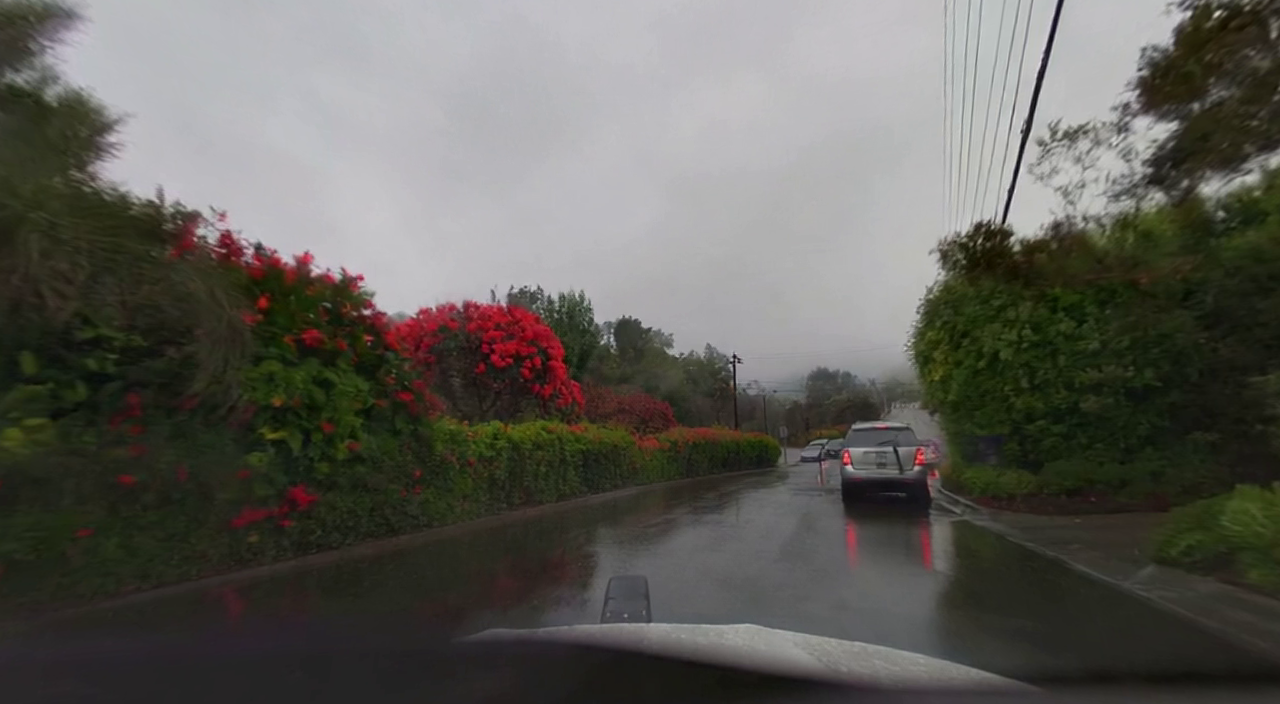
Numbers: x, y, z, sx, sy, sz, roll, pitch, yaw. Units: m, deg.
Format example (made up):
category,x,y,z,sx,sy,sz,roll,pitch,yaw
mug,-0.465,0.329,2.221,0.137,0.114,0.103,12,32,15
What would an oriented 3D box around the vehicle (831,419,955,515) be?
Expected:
category,x,y,z,sx,sy,sz,roll,pitch,yaw
vehicle,6.190,2.761,15.756,2.311,1.909,5.570,-3,-9,20
